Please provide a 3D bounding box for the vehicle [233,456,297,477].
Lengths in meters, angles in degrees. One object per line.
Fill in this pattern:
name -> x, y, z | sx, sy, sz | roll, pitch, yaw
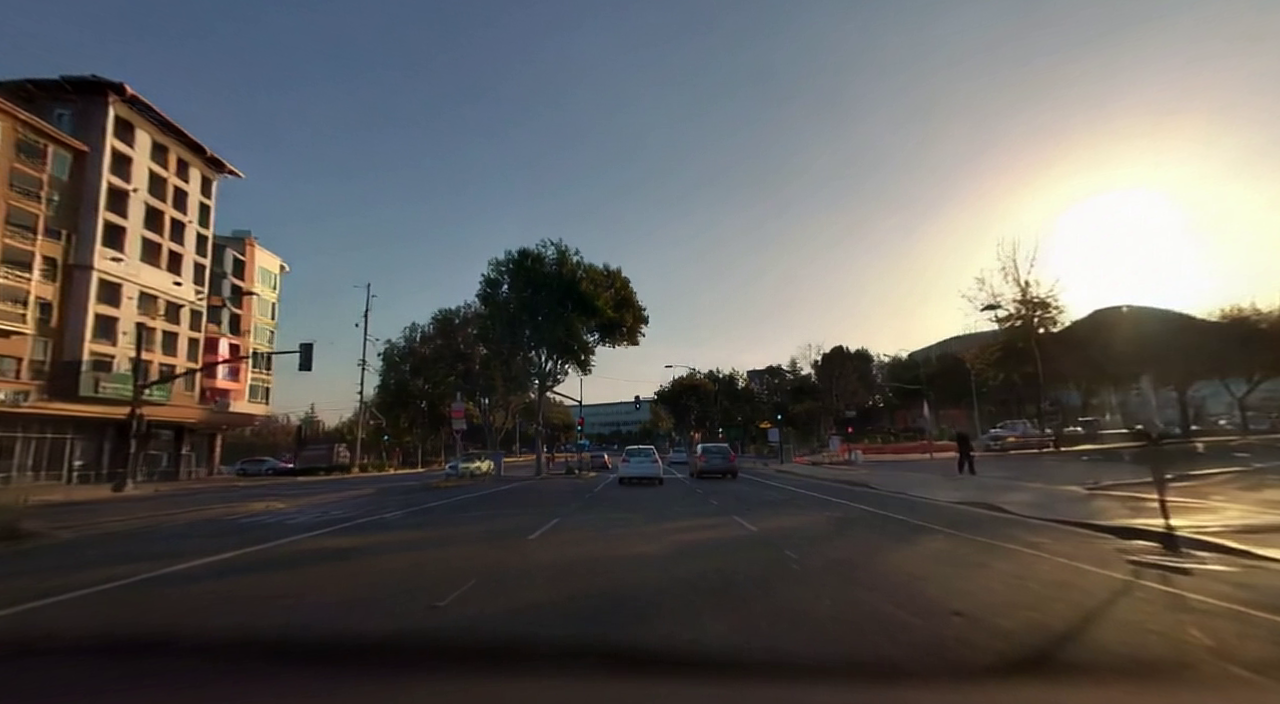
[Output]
vehicle -> -29.300, 8.925, 49.388 | 1.879, 1.489, 4.627 | -1, -9, 6

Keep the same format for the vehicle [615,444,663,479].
vehicle -> -0.047, 4.973, 28.980 | 2.059, 1.477, 3.988 | 0, -8, 0

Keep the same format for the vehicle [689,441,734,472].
vehicle -> 4.109, 6.050, 36.841 | 2.007, 1.683, 4.171 | 0, -8, -2
